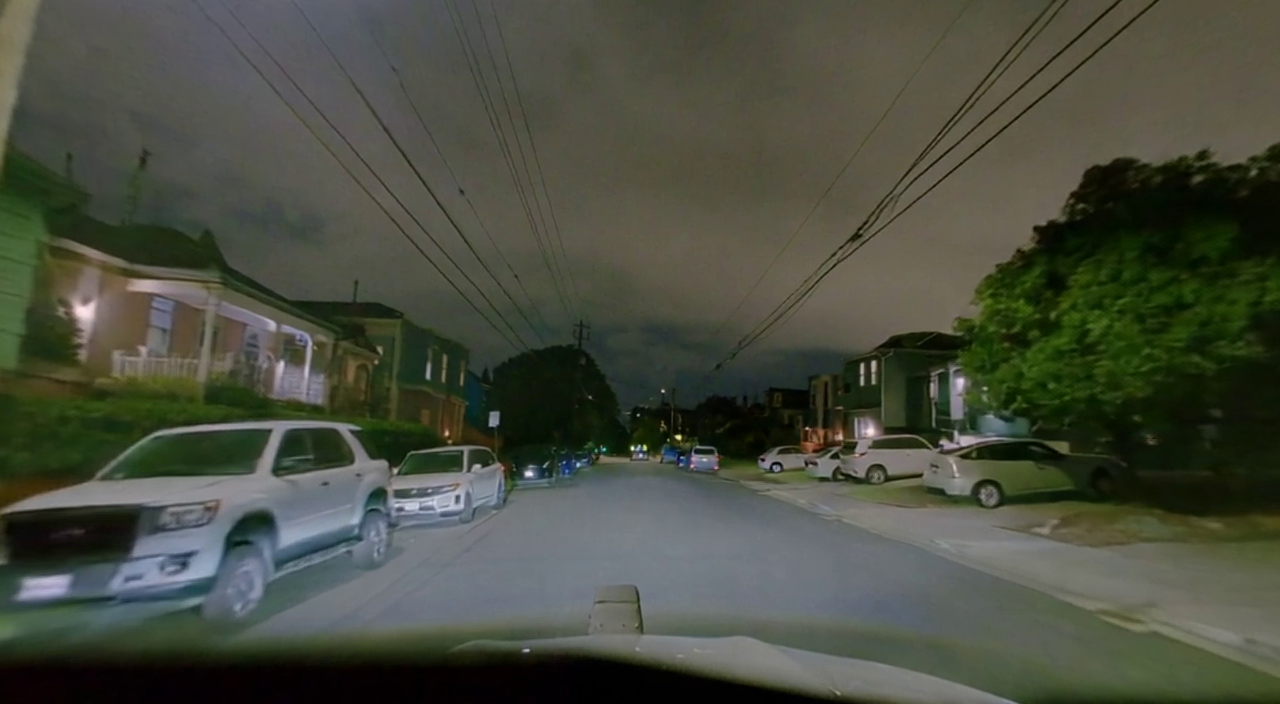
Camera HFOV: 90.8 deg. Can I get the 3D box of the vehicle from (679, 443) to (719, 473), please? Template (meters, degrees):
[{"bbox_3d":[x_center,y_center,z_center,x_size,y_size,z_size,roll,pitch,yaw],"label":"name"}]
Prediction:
[{"bbox_3d":[3.254,5.939,35.514,1.916,1.587,3.986,0,-9,0],"label":"vehicle"}]

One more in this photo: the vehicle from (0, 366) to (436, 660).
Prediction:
[{"bbox_3d":[-4.017,1.408,6.664,2.057,1.887,5.053,0,-9,-1],"label":"vehicle"}]

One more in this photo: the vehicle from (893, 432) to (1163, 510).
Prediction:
[{"bbox_3d":[8.122,2.494,13.544,4.594,1.512,1.824,0,-8,-2],"label":"vehicle"}]

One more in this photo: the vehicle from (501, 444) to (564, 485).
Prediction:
[{"bbox_3d":[-4.222,4.468,25.464,1.745,1.490,4.304,0,-9,0],"label":"vehicle"}]
